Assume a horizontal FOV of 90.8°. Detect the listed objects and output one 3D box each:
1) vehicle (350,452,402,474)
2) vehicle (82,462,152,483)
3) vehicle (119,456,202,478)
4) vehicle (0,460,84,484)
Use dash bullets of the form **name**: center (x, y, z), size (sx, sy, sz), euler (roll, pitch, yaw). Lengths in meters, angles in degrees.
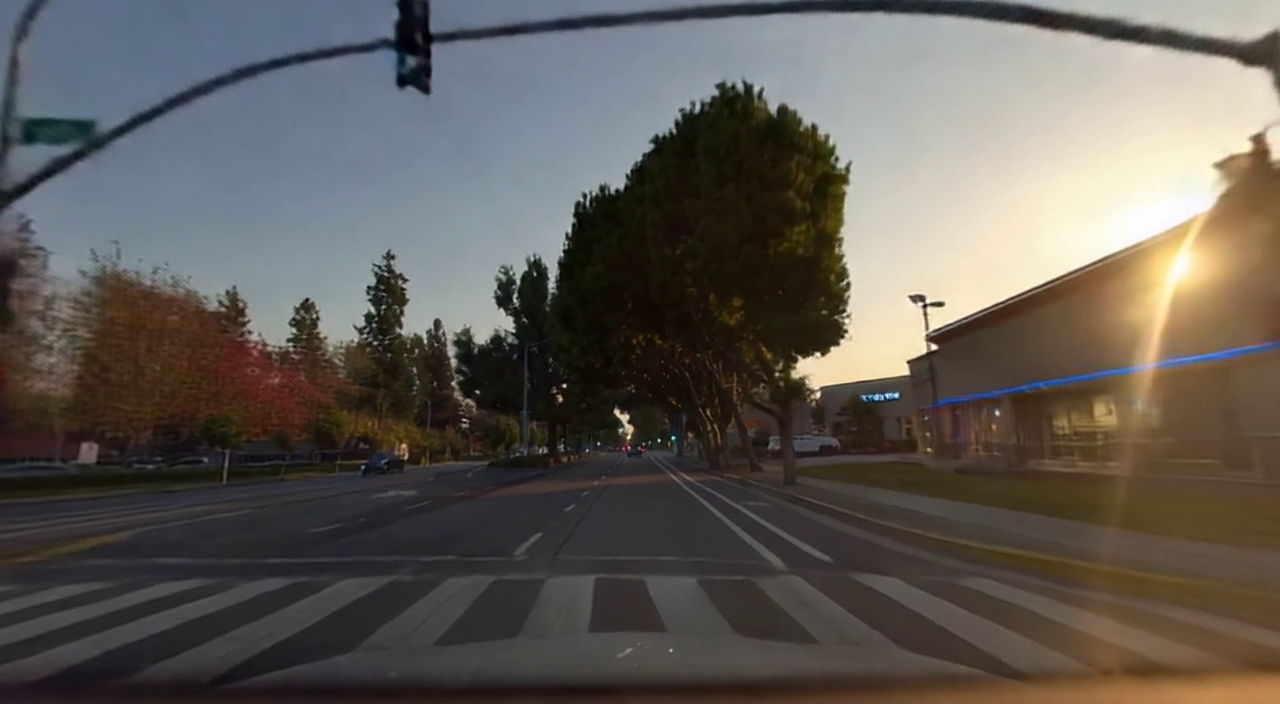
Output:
- **vehicle**: center (-19.252, 8.072, 46.219), size (1.825, 1.457, 4.454), euler (0, -8, 1)
- **vehicle**: center (-36.609, 8.461, 44.277), size (3.395, 1.354, 1.608), euler (1, -8, -4)
- **vehicle**: center (-37.237, 8.920, 49.125), size (4.772, 1.580, 2.040), euler (0, -8, 1)
- **vehicle**: center (-37.014, 7.406, 39.090), size (3.470, 1.401, 1.748), euler (0, -8, -1)
